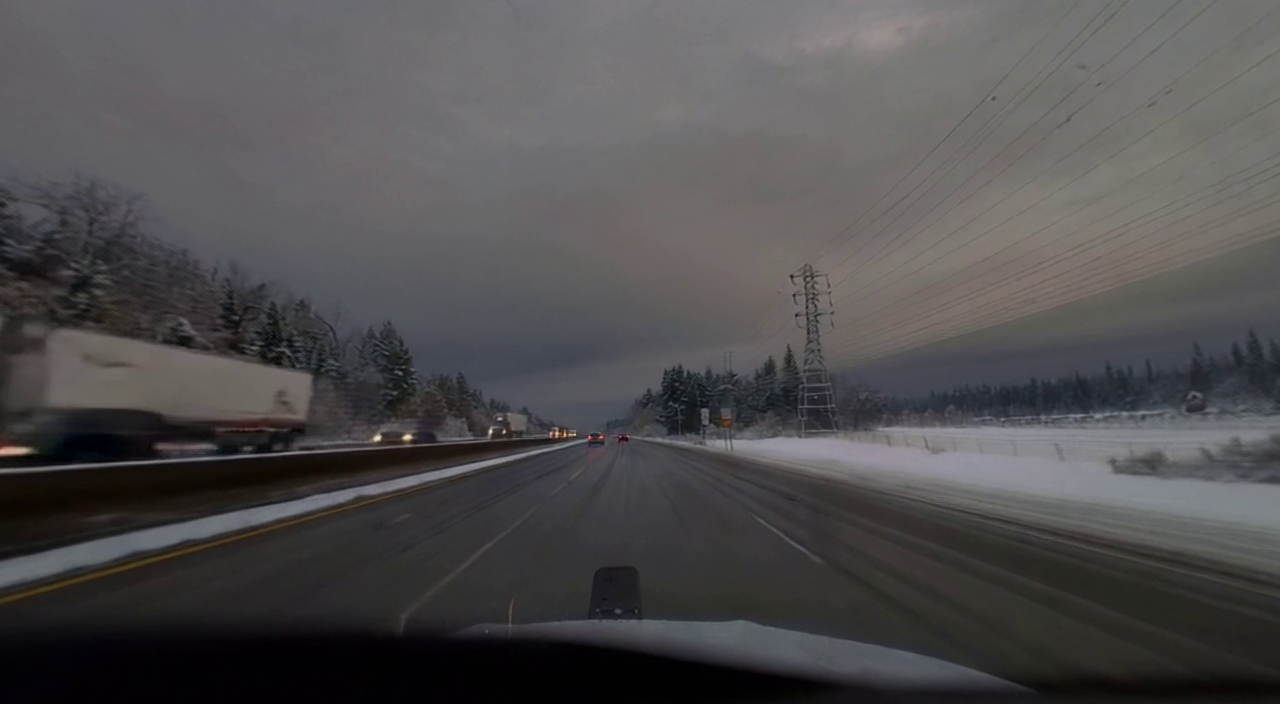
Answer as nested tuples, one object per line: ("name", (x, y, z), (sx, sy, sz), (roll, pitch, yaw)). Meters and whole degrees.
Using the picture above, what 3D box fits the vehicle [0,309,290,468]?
("vehicle", (-16.660, 1.645, 20.675), (2.851, 3.719, 13.623), (0, -8, -1))

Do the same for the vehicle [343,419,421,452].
("vehicle", (-12.761, 4.169, 31.456), (2.182, 1.502, 3.994), (0, -8, 0))

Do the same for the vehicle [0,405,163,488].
("vehicle", (-12.267, 1.861, 12.542), (2.027, 1.453, 4.529), (0, -8, -1))
